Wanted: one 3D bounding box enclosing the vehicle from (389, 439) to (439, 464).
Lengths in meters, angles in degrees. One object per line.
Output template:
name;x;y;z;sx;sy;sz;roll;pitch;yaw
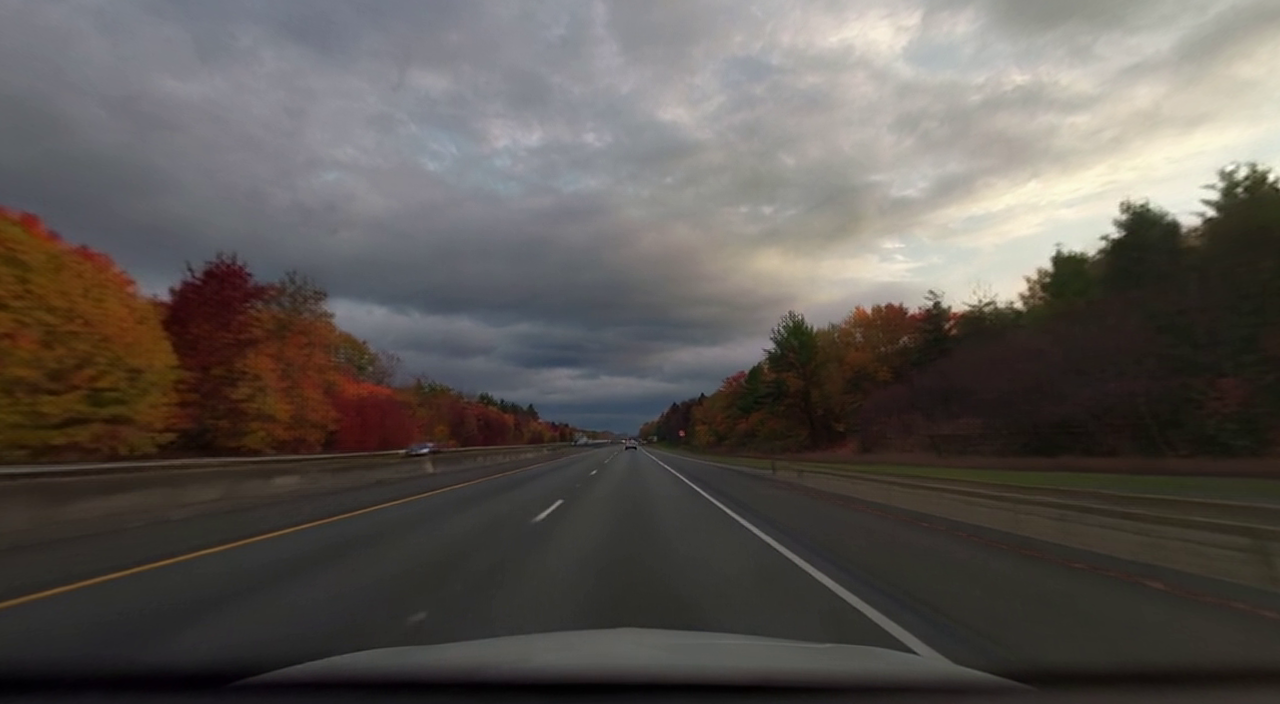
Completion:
vehicle;-15.182;6.697;42.340;1.880;1.557;4.116;-1;-9;0
